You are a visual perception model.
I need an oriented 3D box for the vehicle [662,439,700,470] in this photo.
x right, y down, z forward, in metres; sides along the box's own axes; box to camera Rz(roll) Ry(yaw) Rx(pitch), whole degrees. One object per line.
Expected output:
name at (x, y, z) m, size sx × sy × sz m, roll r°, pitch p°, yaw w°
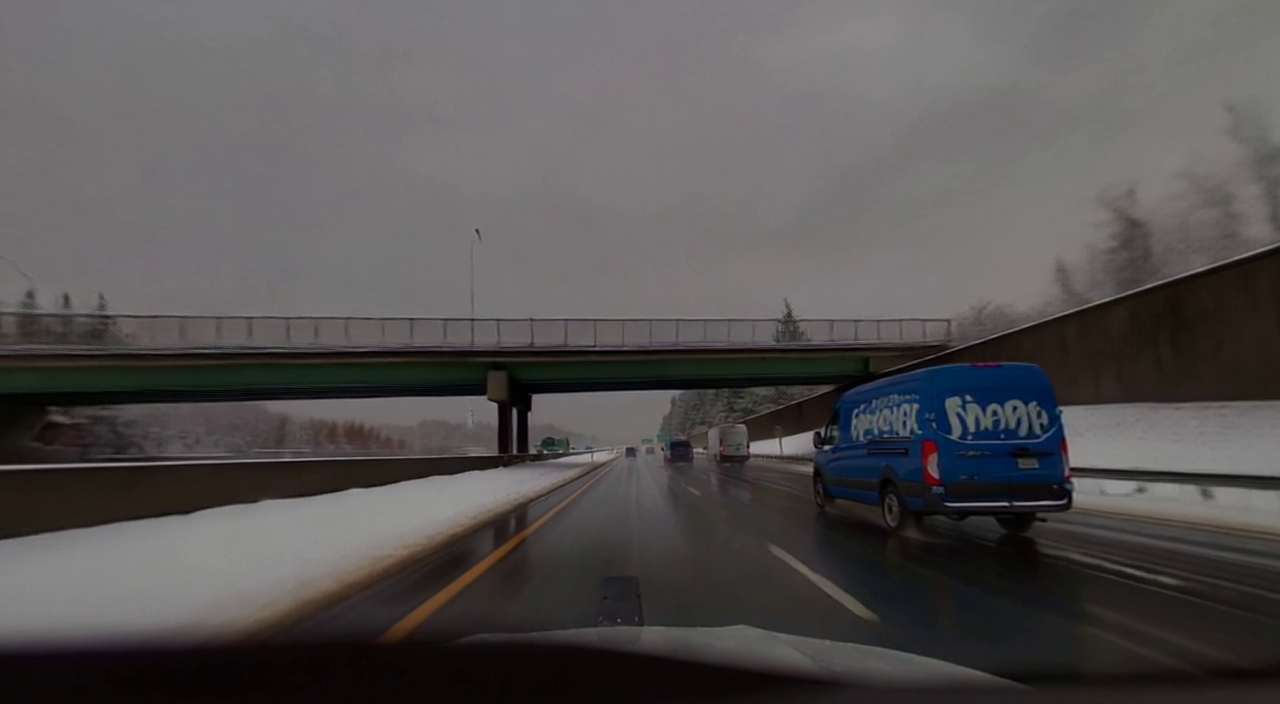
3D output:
vehicle at (2.692, 6.916, 42.491) m, size 2.007 × 1.943 × 5.010 m, roll 0°, pitch -9°, yaw -2°

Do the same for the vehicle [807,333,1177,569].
vehicle at (4.709, 1.521, 9.964) m, size 2.283 × 2.631 × 5.719 m, roll 0°, pitch -9°, yaw -2°

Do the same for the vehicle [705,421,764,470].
vehicle at (6.596, 6.740, 45.230) m, size 2.761 × 3.225 × 7.624 m, roll 0°, pitch -9°, yaw -2°
